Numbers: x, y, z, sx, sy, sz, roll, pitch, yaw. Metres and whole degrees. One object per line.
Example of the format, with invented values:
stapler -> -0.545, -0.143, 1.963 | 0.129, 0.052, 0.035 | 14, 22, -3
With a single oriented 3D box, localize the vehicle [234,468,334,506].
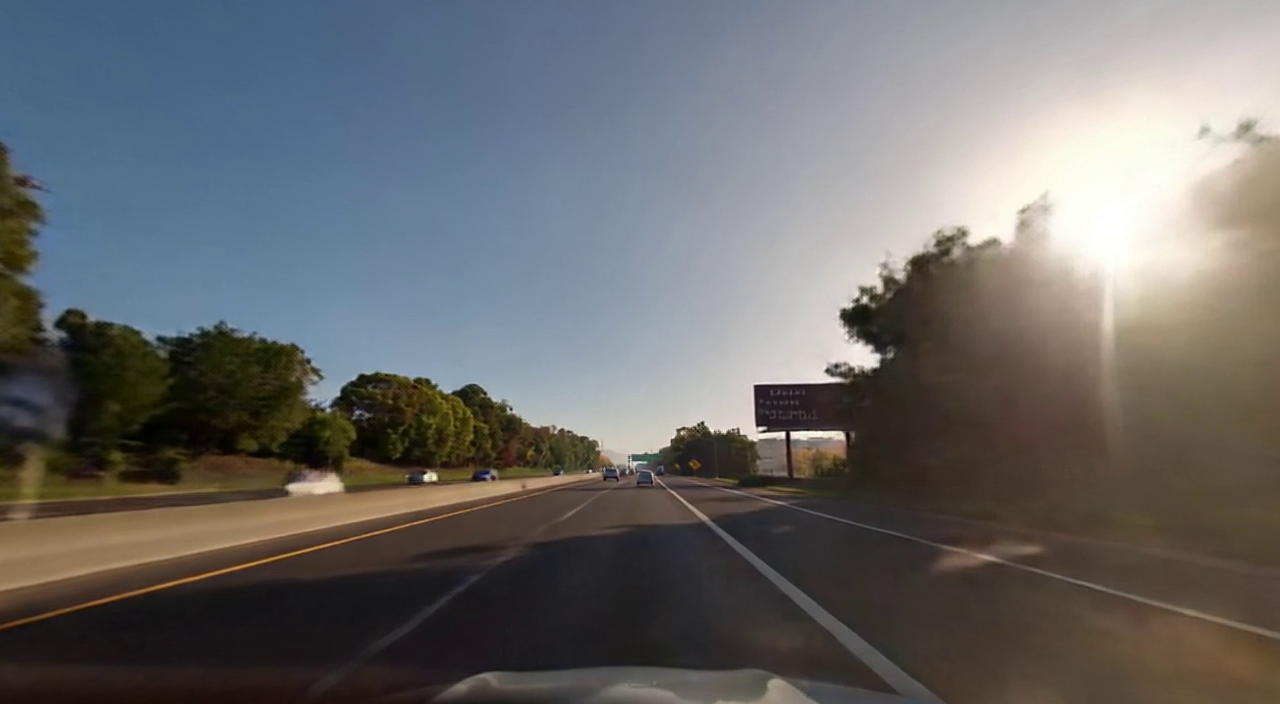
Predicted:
vehicle -> -15.757, 5.970, 28.165 | 1.863, 1.525, 4.211 | 1, -11, 1

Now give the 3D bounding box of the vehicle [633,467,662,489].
vehicle -> 0.514, 9.315, 46.639 | 2.016, 1.530, 4.009 | 1, -10, 0
